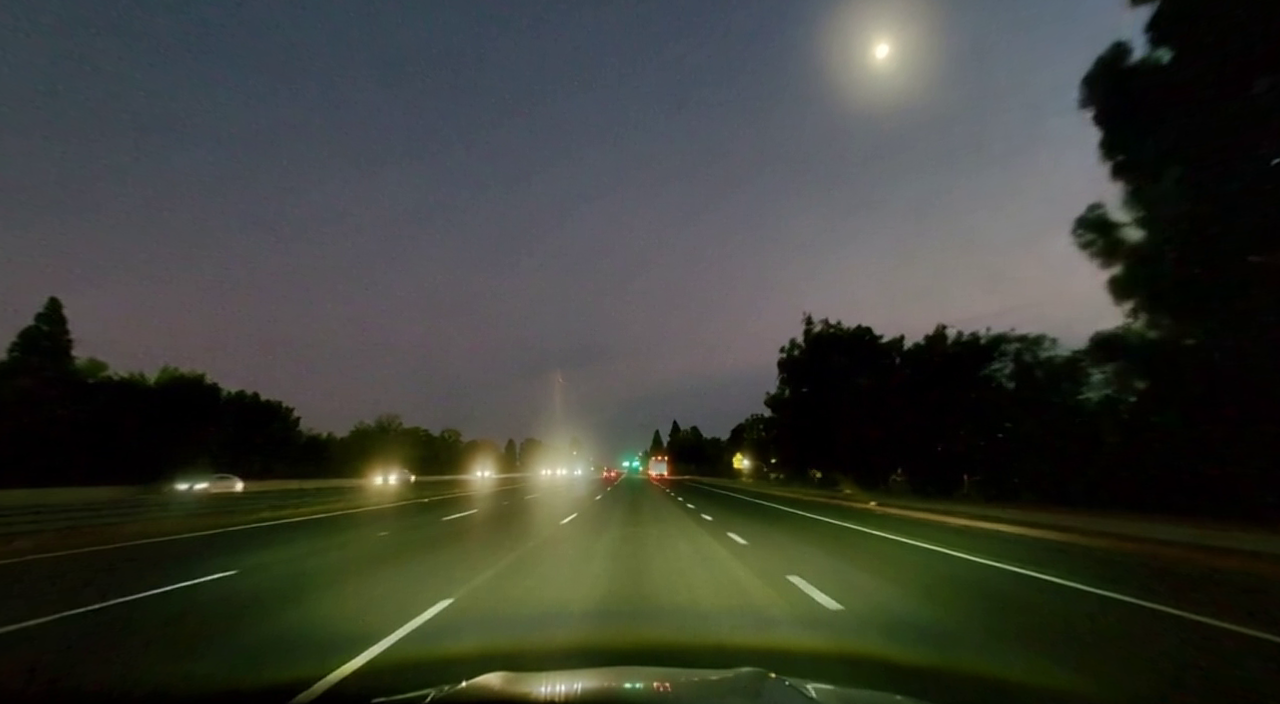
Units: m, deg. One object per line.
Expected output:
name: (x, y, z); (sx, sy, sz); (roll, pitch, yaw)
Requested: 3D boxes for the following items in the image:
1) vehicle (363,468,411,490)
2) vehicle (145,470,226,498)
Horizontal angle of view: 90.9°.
vehicle: (-19.009, 9.558, 47.571); (1.803, 1.508, 4.279); (1, -10, 0)
vehicle: (-26.628, 7.730, 37.093); (1.774, 1.541, 3.989); (1, -10, 0)
